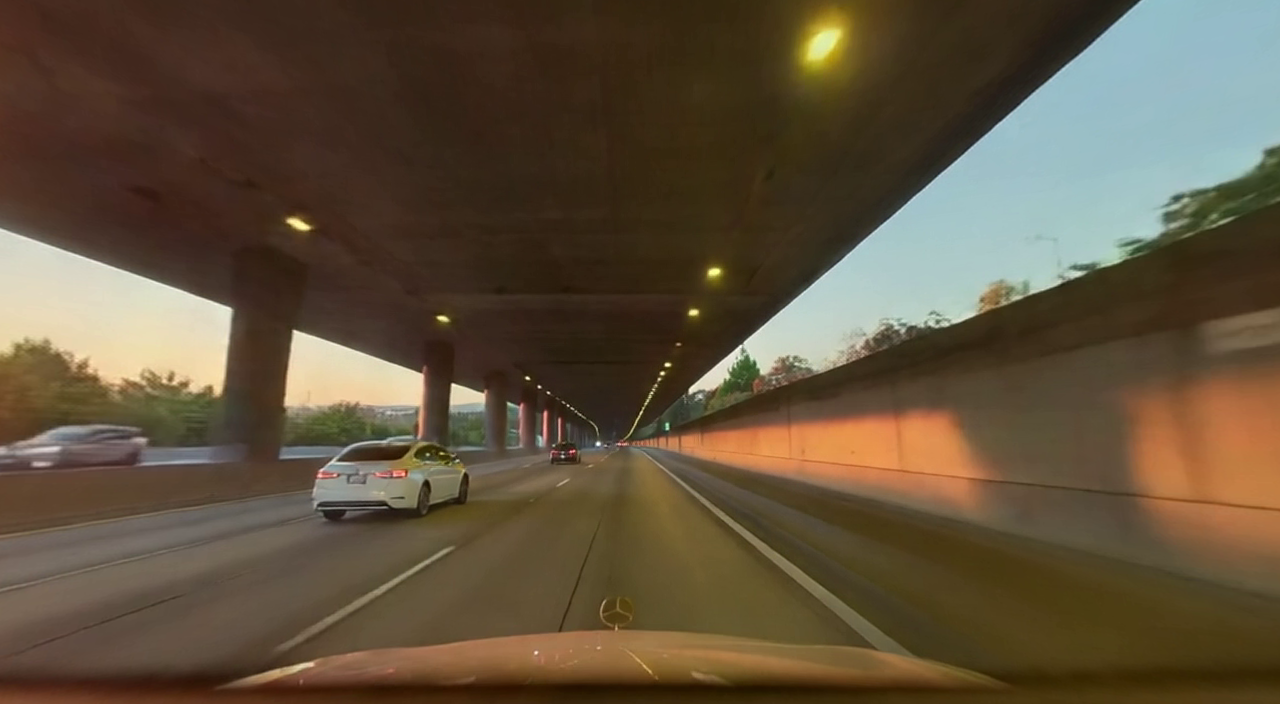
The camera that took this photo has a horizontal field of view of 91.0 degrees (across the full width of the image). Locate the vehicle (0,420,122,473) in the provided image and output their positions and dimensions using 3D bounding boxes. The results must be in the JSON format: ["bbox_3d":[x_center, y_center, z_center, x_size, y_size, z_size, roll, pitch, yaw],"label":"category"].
[{"bbox_3d":[-19.985,3.121,20.854,1.874,1.552,4.455,0,-8,-1],"label":"vehicle"}]

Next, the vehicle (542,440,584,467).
[{"bbox_3d":[-4.477,5.952,37.155,1.973,1.474,4.199,0,-8,-1],"label":"vehicle"}]

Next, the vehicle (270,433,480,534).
[{"bbox_3d":[-4.358,2.199,11.204,1.885,1.424,4.230,-1,-8,0],"label":"vehicle"}]
